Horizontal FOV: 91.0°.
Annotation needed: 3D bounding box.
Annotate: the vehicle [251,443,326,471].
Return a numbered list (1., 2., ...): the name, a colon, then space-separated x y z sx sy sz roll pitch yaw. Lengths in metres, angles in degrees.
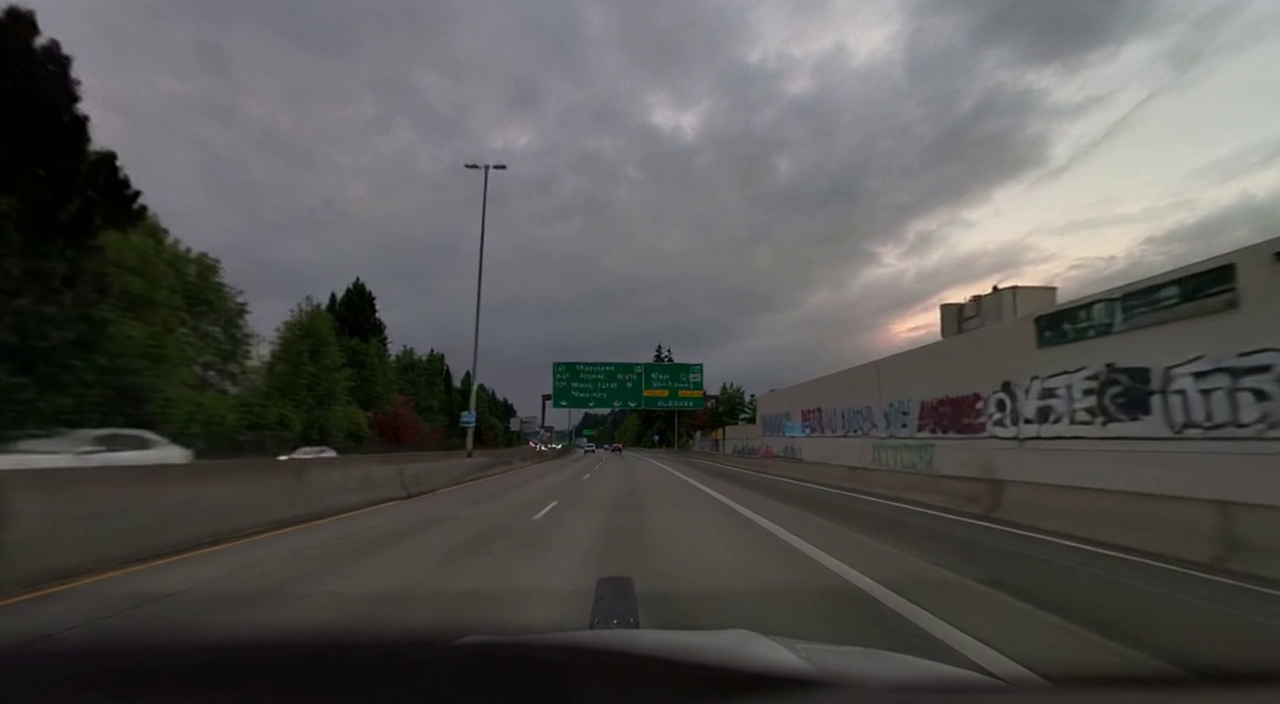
1. vehicle: -20.751 6.191 37.400 1.868 1.481 4.609 0 -8 -1

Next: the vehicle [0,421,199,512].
1. vehicle: -12.401 2.451 13.908 2.142 1.679 4.358 0 -8 -1
